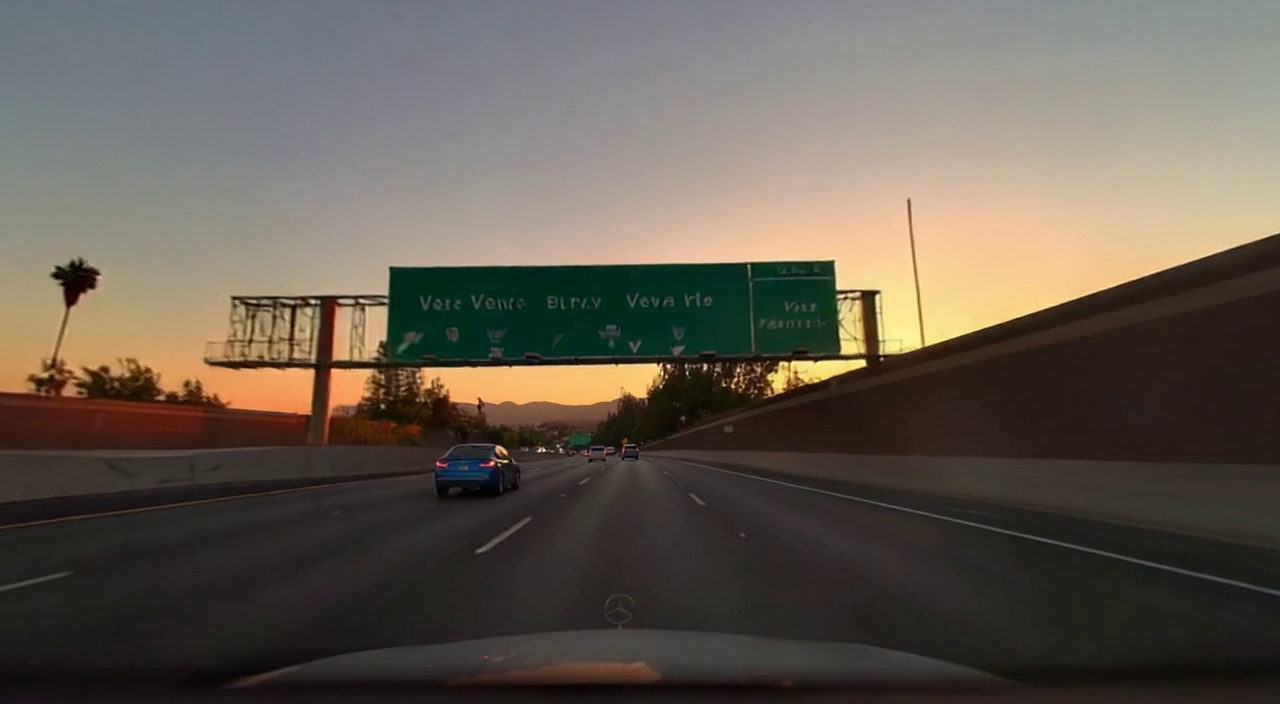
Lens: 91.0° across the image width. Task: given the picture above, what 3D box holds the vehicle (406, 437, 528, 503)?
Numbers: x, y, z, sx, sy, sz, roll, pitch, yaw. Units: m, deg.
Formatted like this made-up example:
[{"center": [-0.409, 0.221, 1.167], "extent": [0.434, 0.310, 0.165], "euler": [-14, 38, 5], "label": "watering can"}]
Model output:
[{"center": [-4.449, 3.087, 16.917], "extent": [2.120, 1.537, 4.139], "euler": [0, -9, 0], "label": "vehicle"}]
